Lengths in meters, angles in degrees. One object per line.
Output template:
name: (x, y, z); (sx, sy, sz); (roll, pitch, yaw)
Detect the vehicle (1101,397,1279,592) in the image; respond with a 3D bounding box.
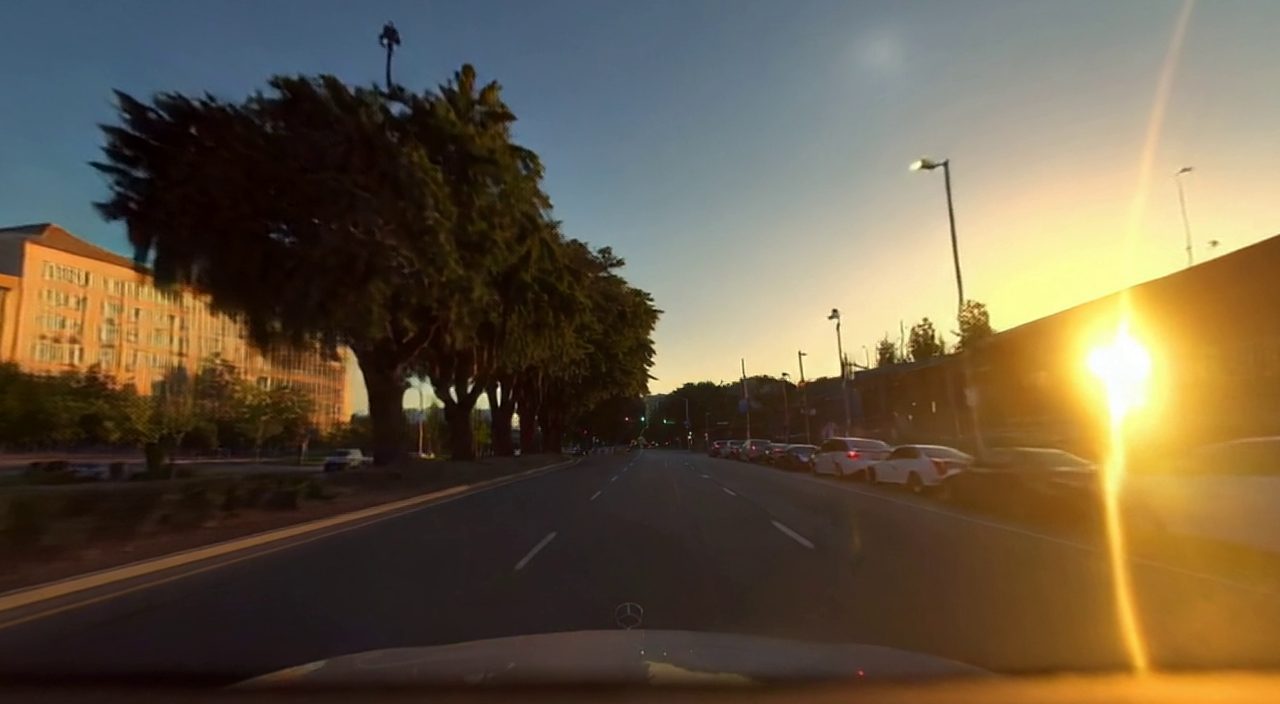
vehicle: (7.207, 1.371, 6.051); (1.974, 1.876, 4.842); (-1, -8, 2)

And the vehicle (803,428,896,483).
vehicle: (7.664, 3.839, 23.636); (1.908, 1.833, 4.711); (0, -8, 1)

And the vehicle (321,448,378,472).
vehicle: (-21.501, 7.962, 46.837); (1.968, 1.615, 4.591); (-1, -8, 1)

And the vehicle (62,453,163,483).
vehicle: (-29.079, 6.370, 34.957); (1.879, 1.518, 4.165); (-1, -8, 1)

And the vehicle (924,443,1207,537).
vehicle: (7.319, 2.387, 11.641); (2.093, 1.365, 4.566); (0, -8, 1)
